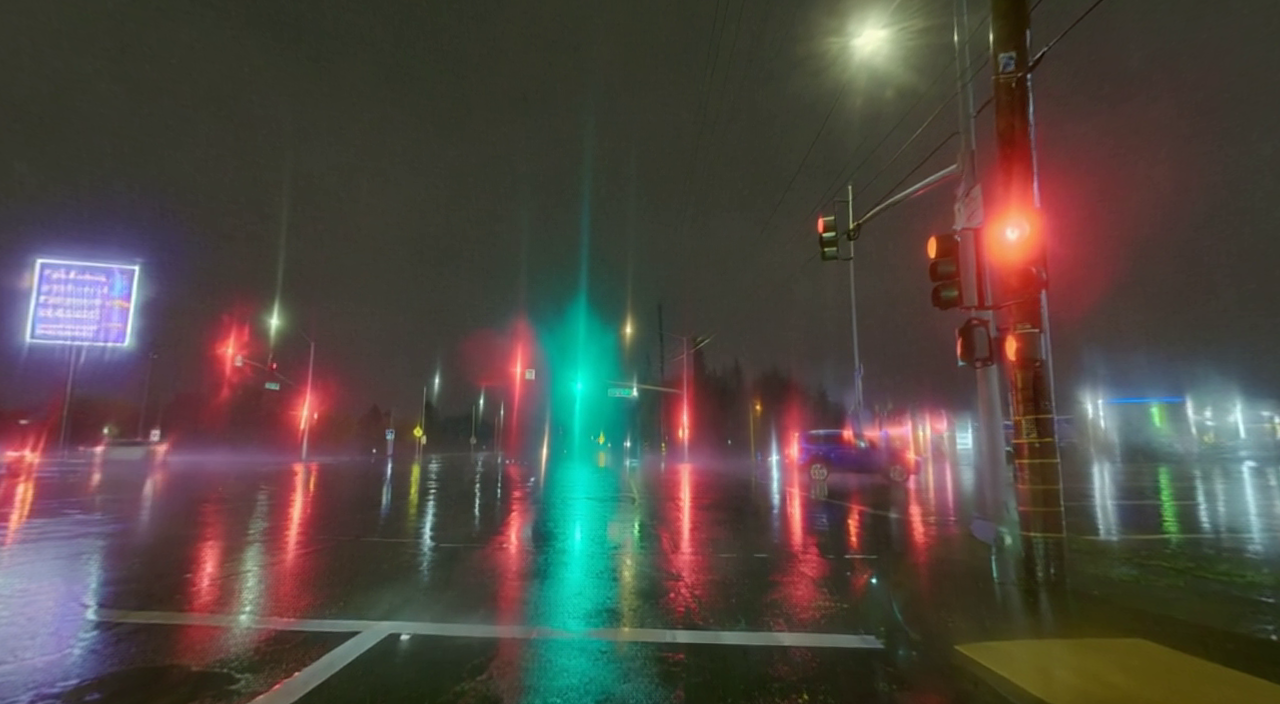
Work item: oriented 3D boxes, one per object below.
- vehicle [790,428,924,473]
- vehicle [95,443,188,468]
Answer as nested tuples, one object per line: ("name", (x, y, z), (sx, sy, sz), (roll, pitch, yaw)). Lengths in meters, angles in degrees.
("vehicle", (8.703, 4.017, 25.731), (4.884, 1.714, 2.021), (-2, -9, 12))
("vehicle", (-31.803, 6.596, 40.207), (4.529, 1.566, 1.842), (-1, -9, 6))
